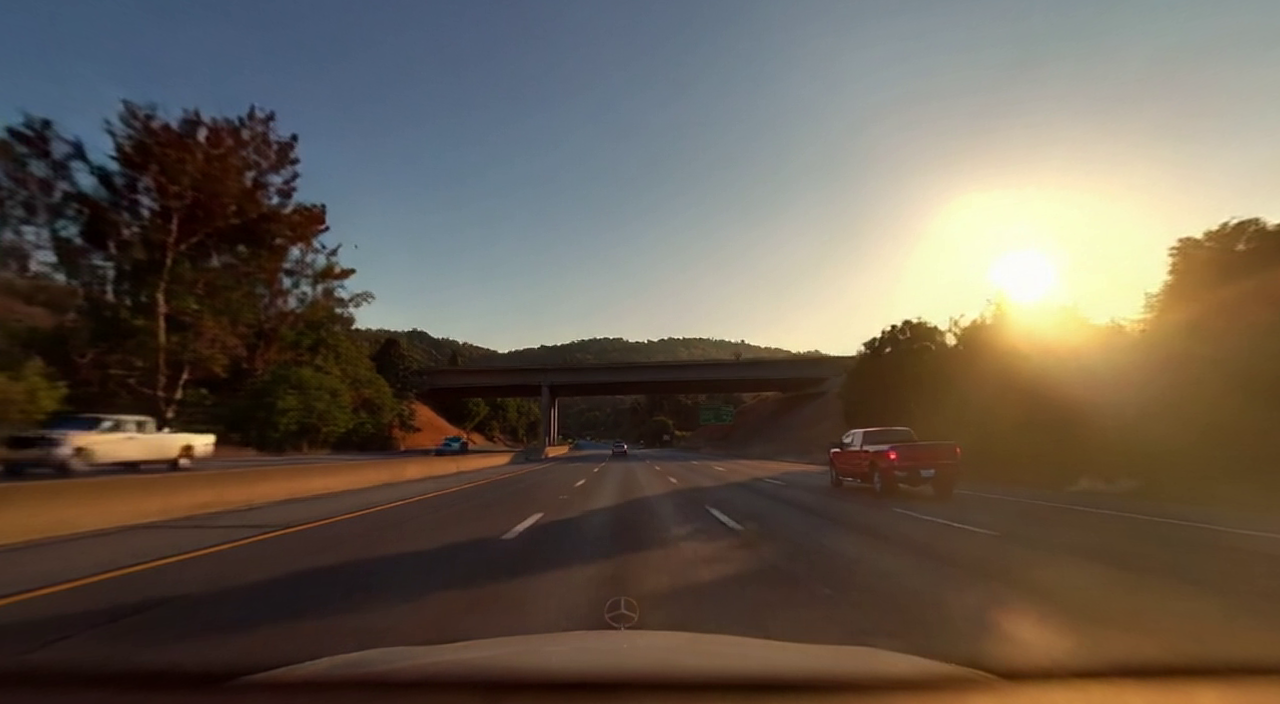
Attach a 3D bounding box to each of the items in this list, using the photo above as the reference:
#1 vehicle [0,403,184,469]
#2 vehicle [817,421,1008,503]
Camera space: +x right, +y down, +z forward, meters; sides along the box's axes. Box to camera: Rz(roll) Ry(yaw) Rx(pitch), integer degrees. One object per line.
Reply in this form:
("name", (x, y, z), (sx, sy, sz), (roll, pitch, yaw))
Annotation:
("vehicle", (-19.540, 3.048, 22.590), (2.201, 2.062, 5.745), (0, -9, -1))
("vehicle", (7.030, 2.939, 17.363), (2.395, 1.819, 6.086), (0, -9, -2))
